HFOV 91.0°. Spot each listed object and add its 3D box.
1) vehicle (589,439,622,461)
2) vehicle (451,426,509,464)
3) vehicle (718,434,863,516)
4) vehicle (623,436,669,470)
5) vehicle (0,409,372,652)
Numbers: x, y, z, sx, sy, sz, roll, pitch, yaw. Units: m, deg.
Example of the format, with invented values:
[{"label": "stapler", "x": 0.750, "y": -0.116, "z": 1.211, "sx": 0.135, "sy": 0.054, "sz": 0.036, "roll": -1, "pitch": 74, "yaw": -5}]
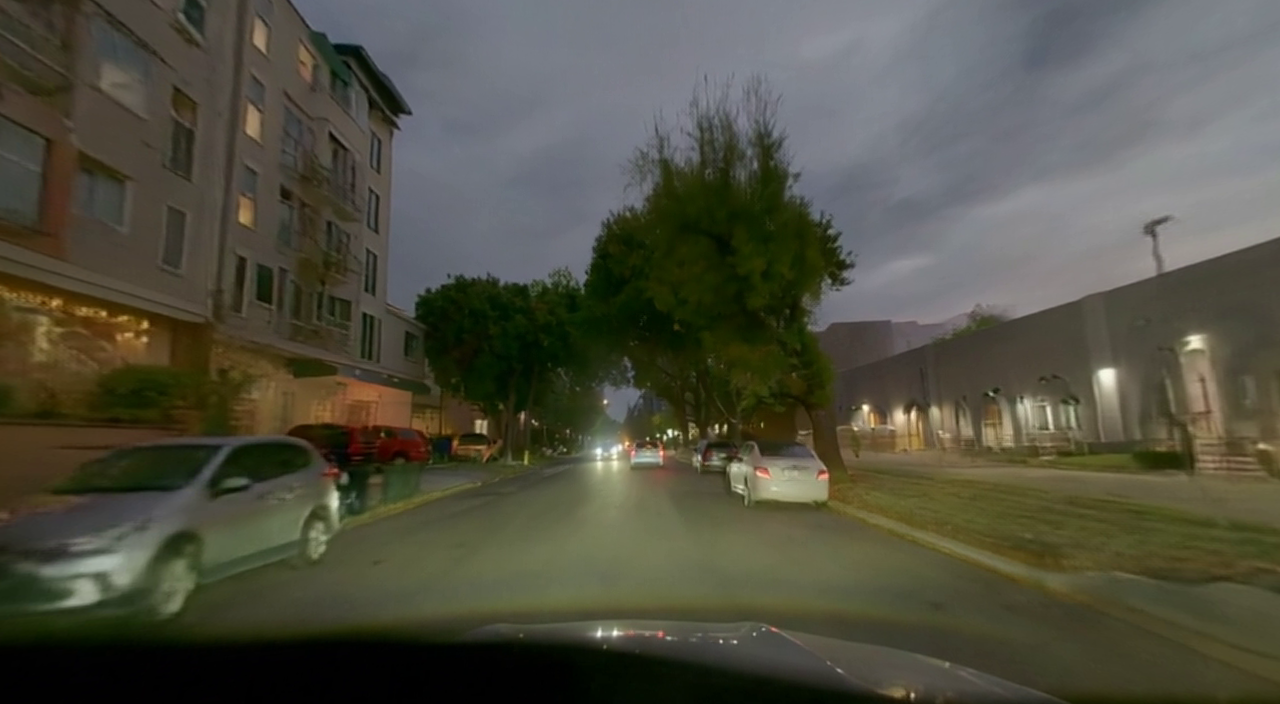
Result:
[{"label": "vehicle", "x": -2.345, "y": 6.782, "z": 43.815, "sx": 1.955, "sy": 1.463, "sz": 4.323, "roll": 0, "pitch": -8, "yaw": 1}, {"label": "vehicle", "x": -8.375, "y": 4.859, "z": 33.388, "sx": 2.010, "sy": 1.747, "sz": 4.266, "roll": -1, "pitch": -5, "yaw": -1}, {"label": "vehicle", "x": 3.054, "y": 2.596, "z": 13.855, "sx": 2.086, "sy": 1.498, "sz": 4.280, "roll": 0, "pitch": -8, "yaw": -1}, {"label": "vehicle", "x": 0.278, "y": 4.851, "z": 30.404, "sx": 2.095, "sy": 1.510, "sz": 3.605, "roll": 0, "pitch": -8, "yaw": 0}, {"label": "vehicle", "x": -4.452, "y": 1.440, "z": 6.338, "sx": 1.911, "sy": 1.573, "sz": 3.637, "roll": 1, "pitch": -4, "yaw": 0}]
